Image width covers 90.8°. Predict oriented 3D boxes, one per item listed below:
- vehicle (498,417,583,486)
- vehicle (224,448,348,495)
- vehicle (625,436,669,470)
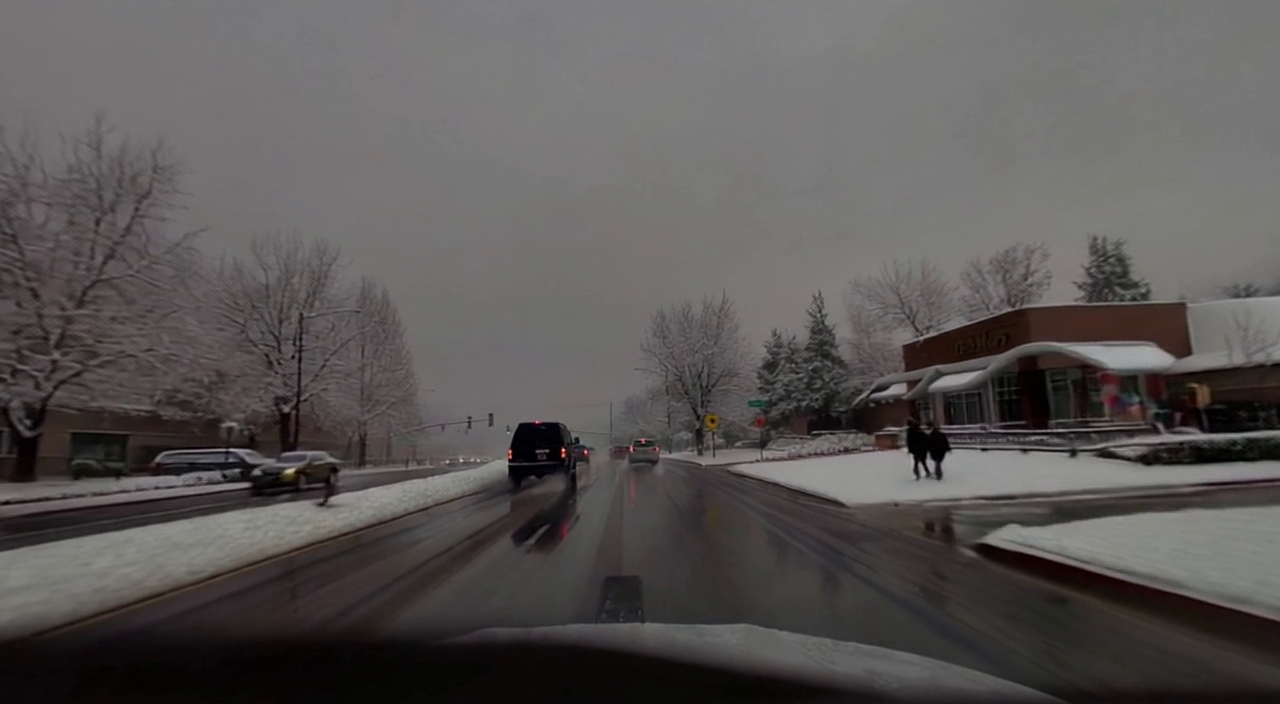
[{"bbox_3d":[-3.342,3.499,22.364,2.213,2.123,5.124,0,-8,-1],"label":"vehicle"},{"bbox_3d":[-13.228,4.464,24.078,2.055,1.546,5.019,0,-8,-4],"label":"vehicle"},{"bbox_3d":[0.304,5.347,33.676,2.126,1.657,4.132,0,-8,-3],"label":"vehicle"}]
